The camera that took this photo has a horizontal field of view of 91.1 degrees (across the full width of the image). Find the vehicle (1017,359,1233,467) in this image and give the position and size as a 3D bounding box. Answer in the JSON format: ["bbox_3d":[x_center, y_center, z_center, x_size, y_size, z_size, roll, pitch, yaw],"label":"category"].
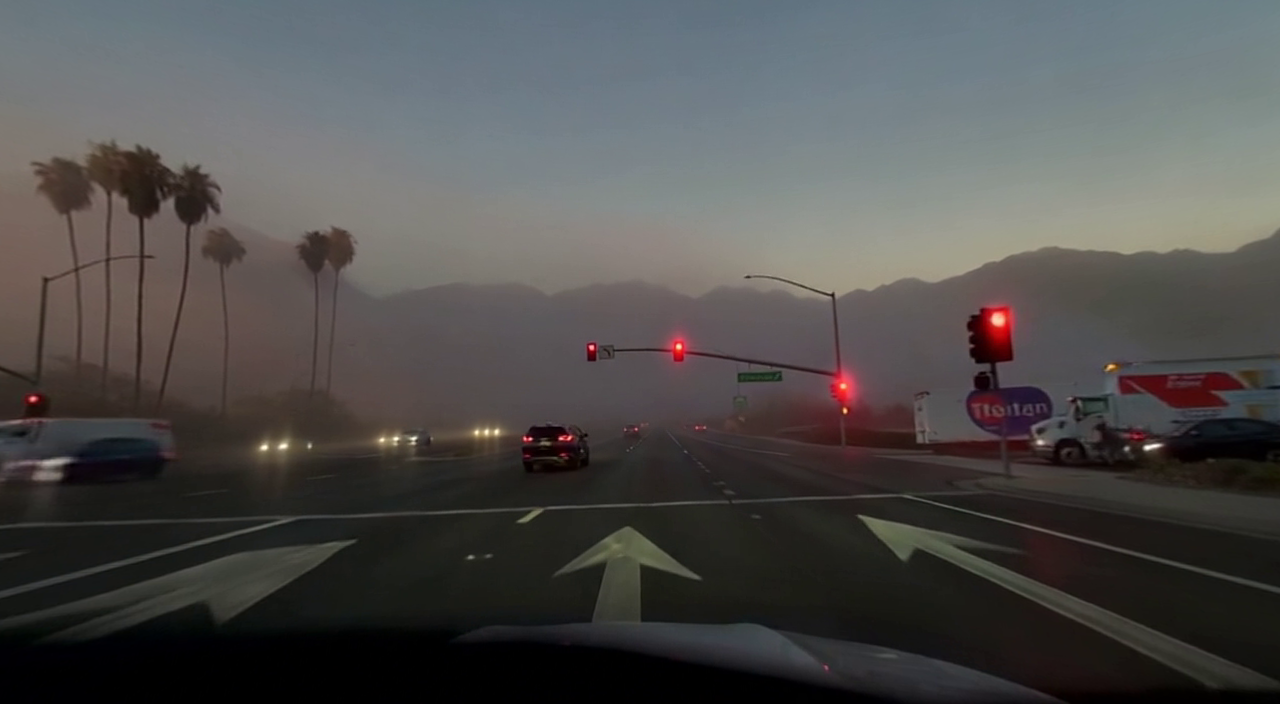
[{"bbox_3d":[18.413,2.419,24.236,5.512,3.865,3.002,-1,-9,2],"label":"vehicle"}]

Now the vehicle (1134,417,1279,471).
[{"bbox_3d":[19.217,2.965,20.204,4.769,1.638,2.091,0,-8,2],"label":"vehicle"}]

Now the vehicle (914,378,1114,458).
[{"bbox_3d":[16.995,3.167,29.197,7.088,3.414,3.237,-2,-8,12],"label":"vehicle"}]

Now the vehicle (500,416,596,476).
[{"bbox_3d":[-2.843,3.078,20.667,2.287,1.712,4.537,0,-8,2],"label":"vehicle"}]

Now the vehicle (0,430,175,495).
[{"bbox_3d":[-15.744,3.005,17.507,1.942,1.542,4.576,0,-8,1],"label":"vehicle"}]
